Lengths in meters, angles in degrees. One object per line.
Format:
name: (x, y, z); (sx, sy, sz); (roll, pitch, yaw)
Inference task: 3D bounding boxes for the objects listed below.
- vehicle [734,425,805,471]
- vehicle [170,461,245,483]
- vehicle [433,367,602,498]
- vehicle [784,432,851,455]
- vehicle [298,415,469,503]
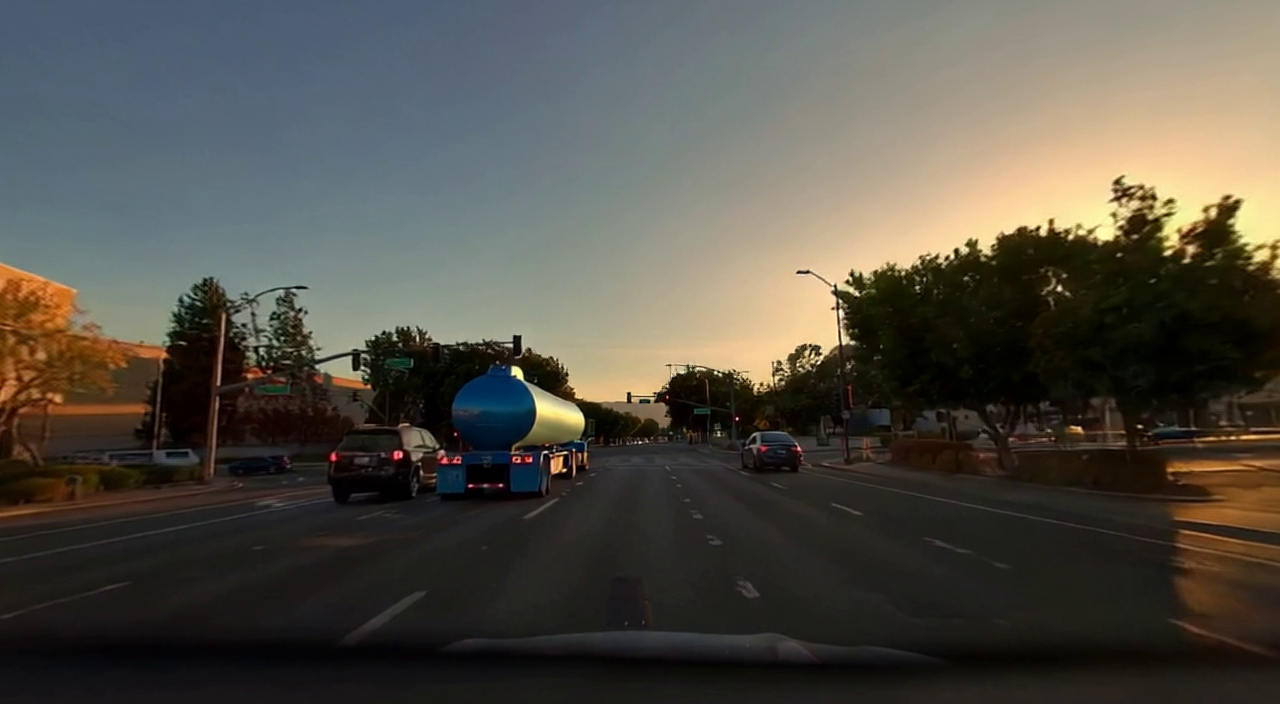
vehicle: (5.828, 4.408, 29.036); (2.093, 1.926, 4.749); (0, -8, -2)
vehicle: (-30.797, 8.525, 44.918); (4.507, 1.470, 1.816); (-2, -9, 15)
vehicle: (-3.232, 2.880, 21.922); (2.841, 3.004, 14.901); (0, -8, 0)
vehicle: (12.803, 6.683, 45.799); (4.450, 1.580, 1.808); (-2, -8, 9)
vehicle: (-6.662, 2.868, 17.322); (2.375, 1.989, 5.497); (0, -8, 0)
